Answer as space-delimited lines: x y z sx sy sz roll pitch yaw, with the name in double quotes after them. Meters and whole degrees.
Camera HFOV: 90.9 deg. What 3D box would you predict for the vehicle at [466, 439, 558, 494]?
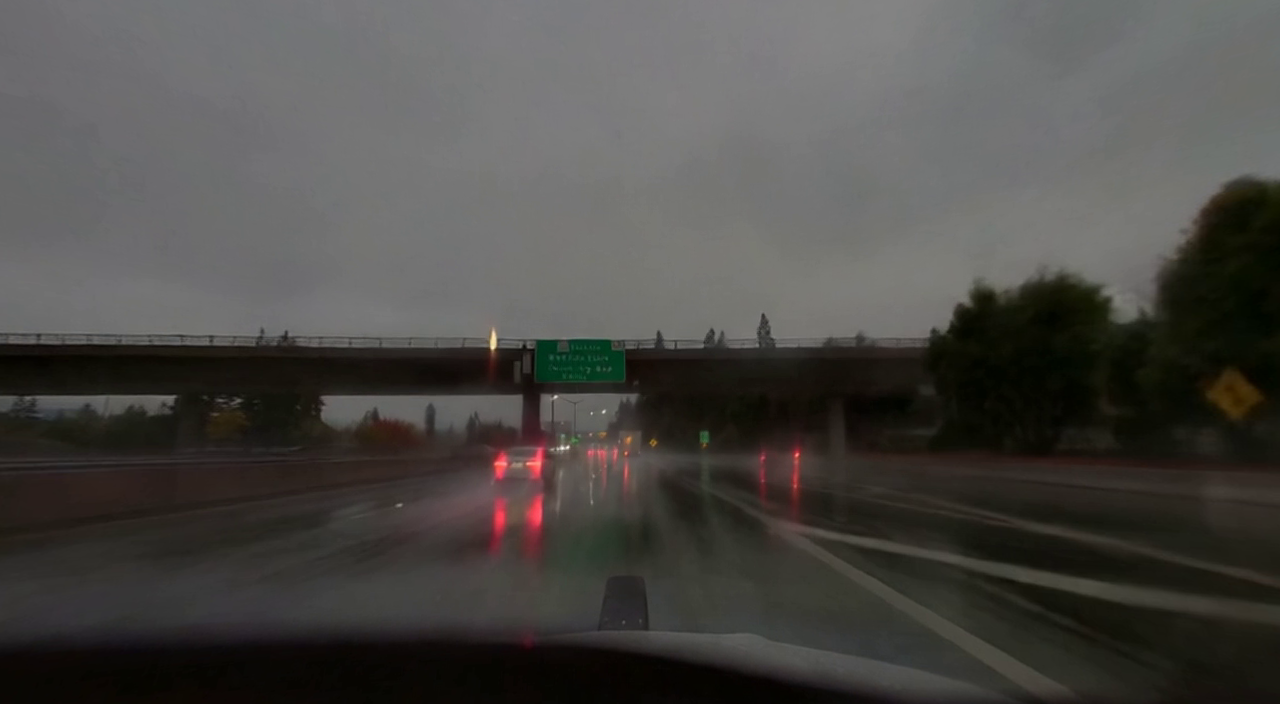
-3.974 3.636 20.296 2.070 1.564 4.145 0 -9 0 "vehicle"
